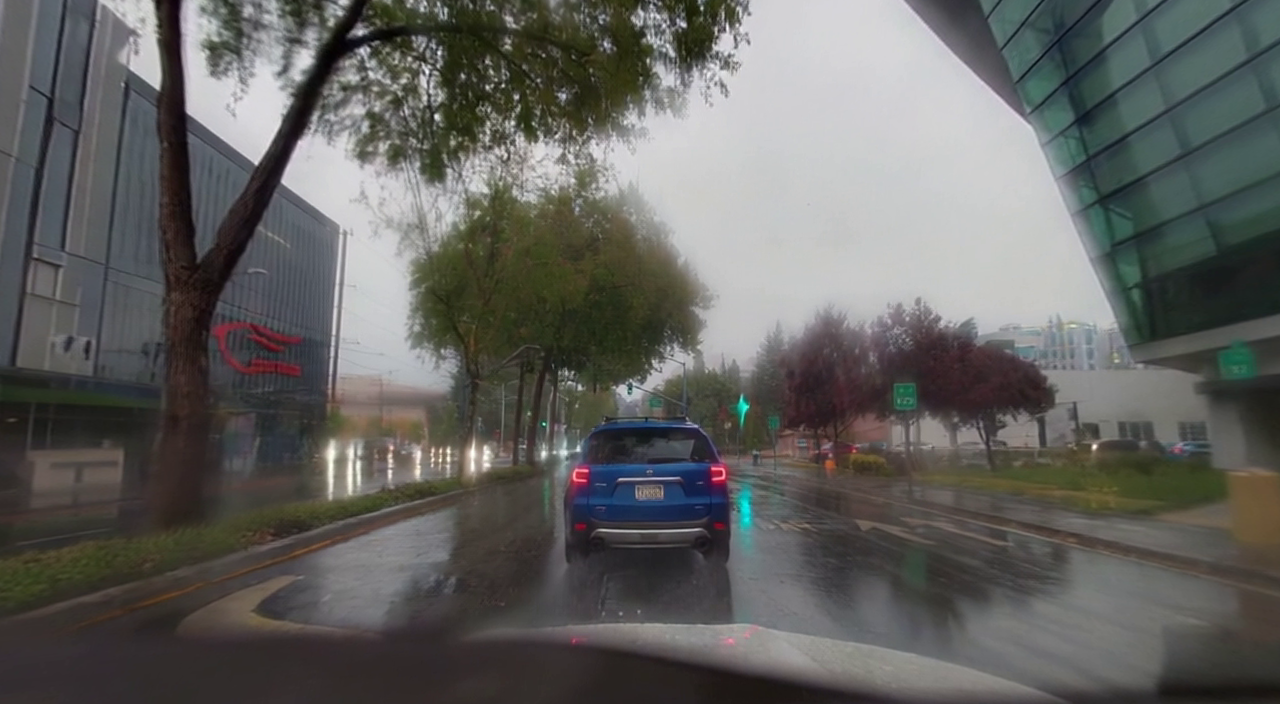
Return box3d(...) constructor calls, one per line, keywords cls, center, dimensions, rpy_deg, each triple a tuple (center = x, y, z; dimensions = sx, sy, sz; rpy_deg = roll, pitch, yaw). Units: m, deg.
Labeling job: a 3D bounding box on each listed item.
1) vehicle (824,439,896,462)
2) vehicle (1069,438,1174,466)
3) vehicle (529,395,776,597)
box3d(cls="vehicle", center=(15.661, 7.014, 45.105), dimensions=(4.422, 1.563, 1.751), rpy_deg=(0, -8, -1))
box3d(cls="vehicle", center=(28.993, 6.030, 38.162), dimensions=(4.571, 1.558, 2.171), rpy_deg=(0, -9, -2))
box3d(cls="vehicle", center=(0.010, 1.573, 7.701), dimensions=(2.183, 1.765, 4.059), rpy_deg=(0, -9, -3))
